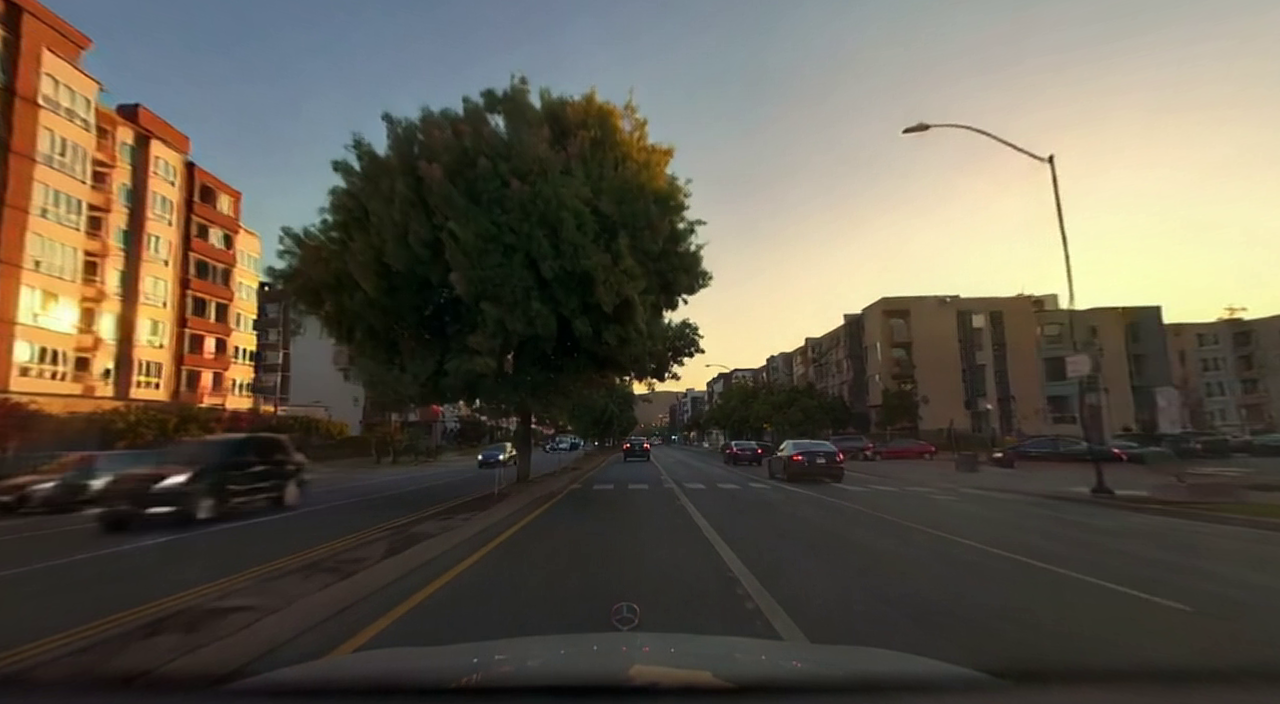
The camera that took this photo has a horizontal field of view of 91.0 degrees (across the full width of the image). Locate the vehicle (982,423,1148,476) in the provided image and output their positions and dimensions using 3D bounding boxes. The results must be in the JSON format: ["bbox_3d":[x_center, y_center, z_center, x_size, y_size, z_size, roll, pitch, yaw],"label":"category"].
[{"bbox_3d":[17.752,4.115,26.493,5.388,2.082,2.328,1,-9,-4],"label":"vehicle"}]

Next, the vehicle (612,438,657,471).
[{"bbox_3d":[-0.282,5.139,31.814,2.106,1.553,3.964,0,-9,-1],"label":"vehicle"}]

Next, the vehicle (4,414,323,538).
[{"bbox_3d":[-8.593,2.277,12.207,2.357,1.894,4.864,0,-9,0],"label":"vehicle"}]

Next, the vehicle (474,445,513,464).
[{"bbox_3d":[-11.575,8.117,49.948,1.897,1.466,4.566,0,-9,1],"label":"vehicle"}]

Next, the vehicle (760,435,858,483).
[{"bbox_3d":[5.994,3.865,23.033,2.121,1.557,4.898,0,-9,-1],"label":"vehicle"}]

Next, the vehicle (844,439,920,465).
[{"bbox_3d":[16.738,6.897,43.719,2.194,1.666,4.576,4,-9,-26],"label":"vehicle"}]

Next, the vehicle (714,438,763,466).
[{"bbox_3d":[5.774,5.969,37.546,2.154,1.554,4.149,0,-9,-2],"label":"vehicle"}]
